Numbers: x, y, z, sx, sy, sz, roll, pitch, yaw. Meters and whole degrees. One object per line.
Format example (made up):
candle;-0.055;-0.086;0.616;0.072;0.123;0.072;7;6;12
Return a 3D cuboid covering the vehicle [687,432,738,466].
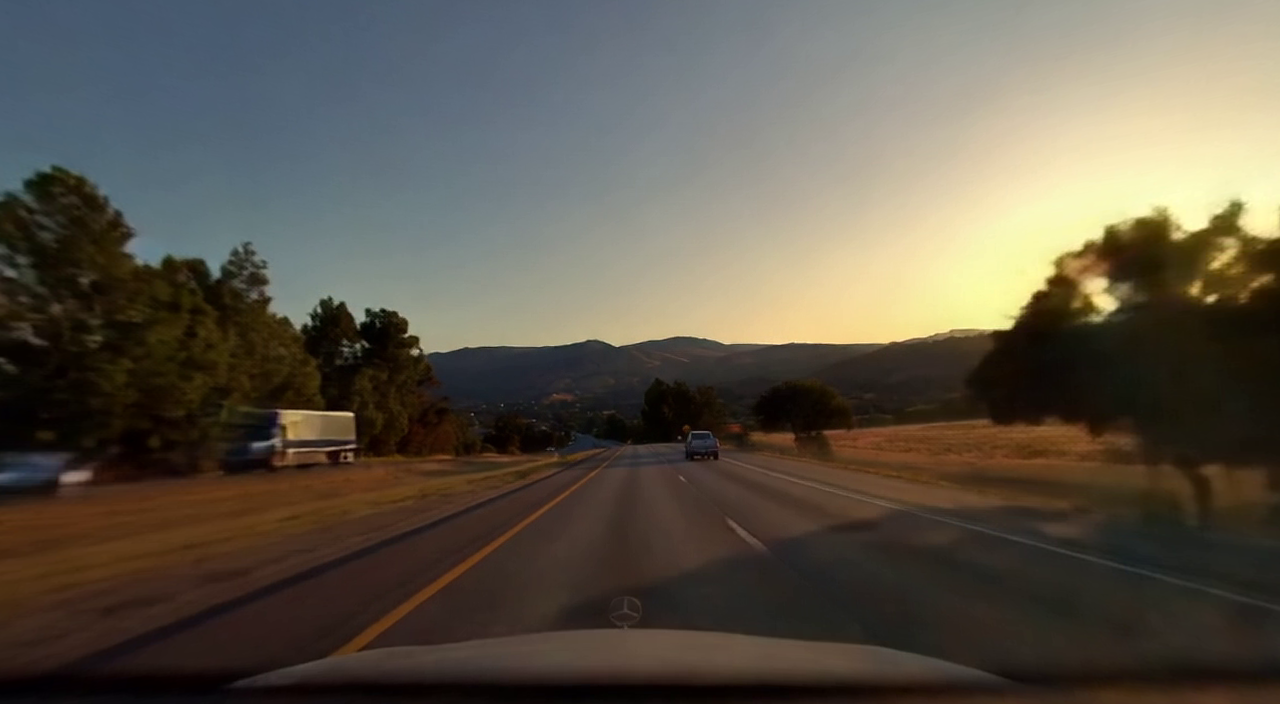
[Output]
vehicle;3.664;5.007;32.644;2.157;1.640;4.056;0;-8;1

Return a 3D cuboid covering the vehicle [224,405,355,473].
vehicle;-21.393;5.453;39.303;2.949;3.757;8.813;0;-8;0
